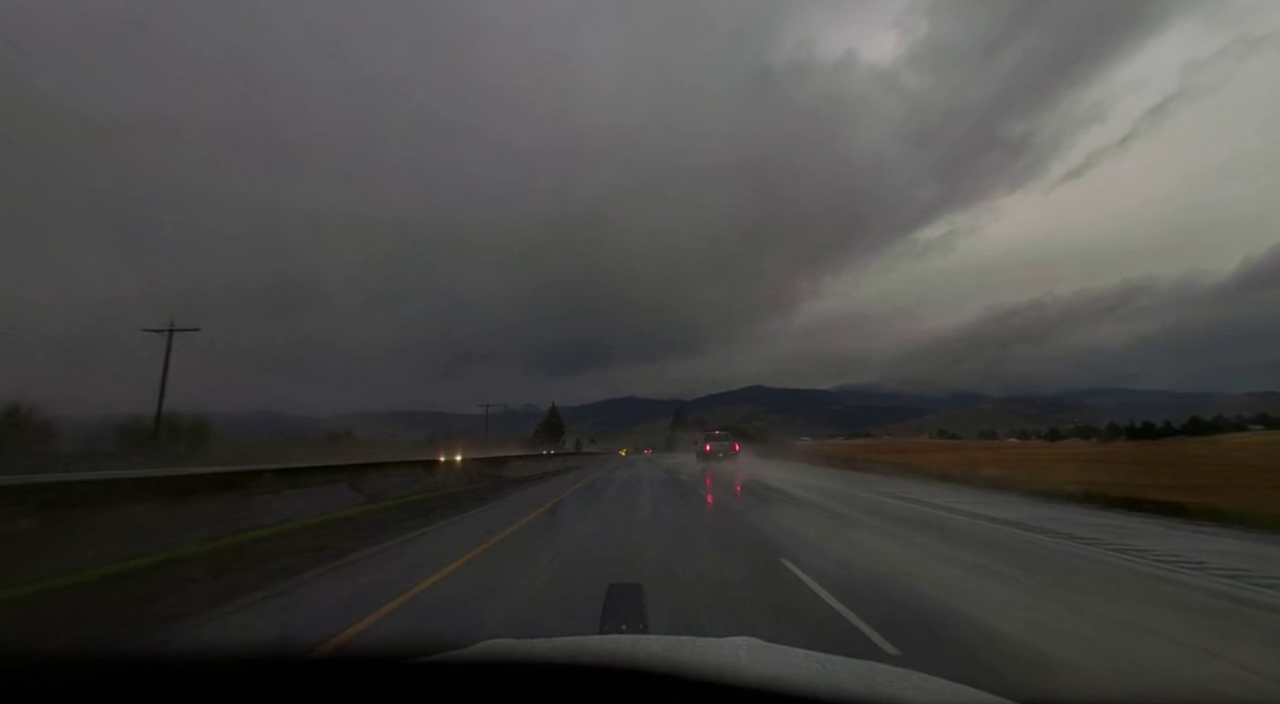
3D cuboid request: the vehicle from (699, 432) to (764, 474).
[{"bbox_3d":[3.842,4.310,27.146,2.157,1.640,4.056,0,-8,0],"label":"vehicle"}]
